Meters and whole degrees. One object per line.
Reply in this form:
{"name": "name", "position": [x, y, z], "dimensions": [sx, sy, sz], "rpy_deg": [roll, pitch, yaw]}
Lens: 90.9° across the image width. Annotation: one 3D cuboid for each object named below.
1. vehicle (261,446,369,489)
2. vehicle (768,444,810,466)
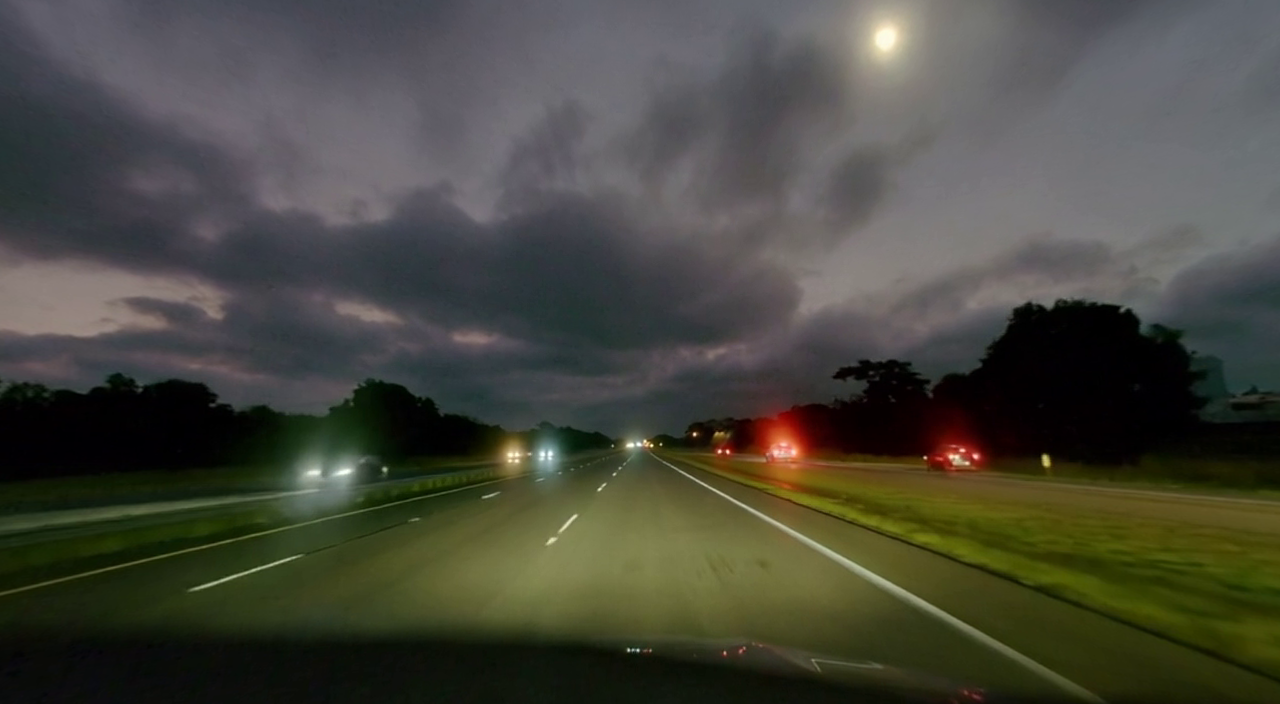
{"name": "vehicle", "position": [-12.339, 4.384, 24.282], "dimensions": [1.895, 1.502, 4.256], "rpy_deg": [0, -9, 0]}
{"name": "vehicle", "position": [11.461, 8.003, 48.898], "dimensions": [2.076, 1.599, 4.528], "rpy_deg": [0, -9, -1]}
